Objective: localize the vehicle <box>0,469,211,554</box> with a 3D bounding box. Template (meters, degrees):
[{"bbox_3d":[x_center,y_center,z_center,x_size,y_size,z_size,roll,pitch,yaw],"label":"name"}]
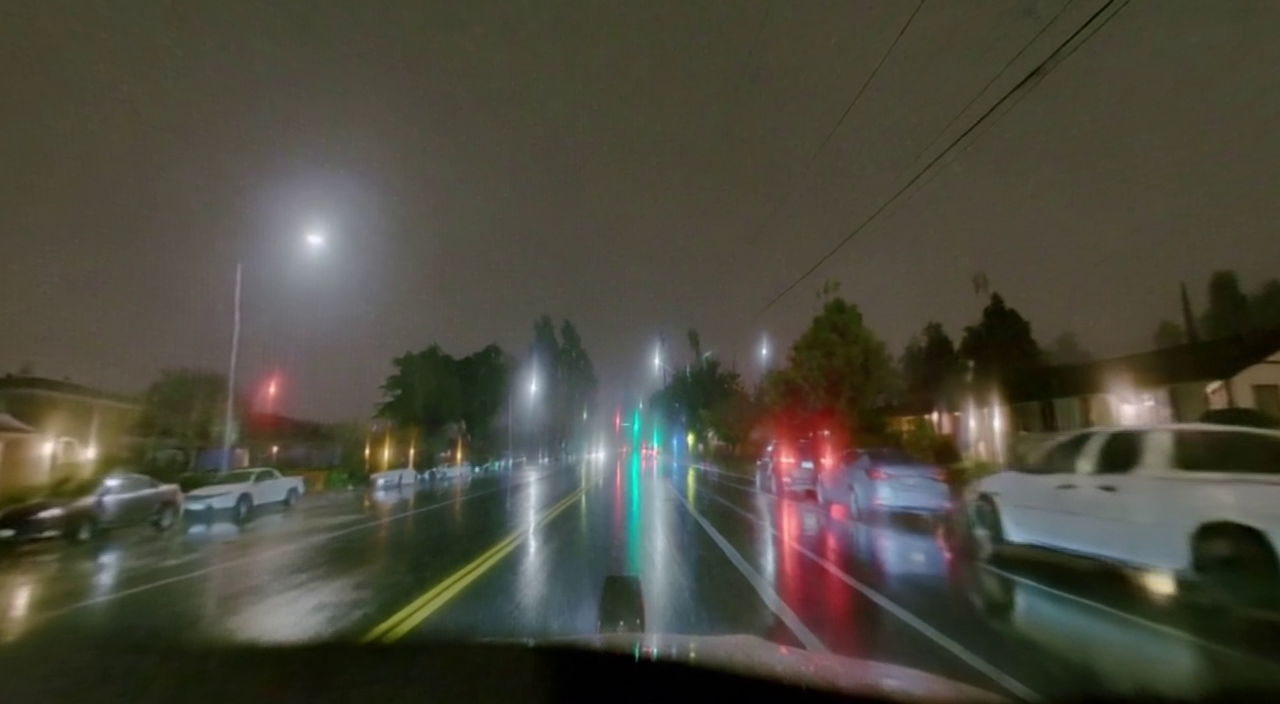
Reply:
[{"bbox_3d":[-12.615,3.553,14.672,1.969,1.490,4.675,0,-9,1],"label":"vehicle"}]

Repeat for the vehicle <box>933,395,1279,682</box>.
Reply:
[{"bbox_3d":[5.038,1.413,5.721,2.217,1.775,4.960,0,-8,-2],"label":"vehicle"}]

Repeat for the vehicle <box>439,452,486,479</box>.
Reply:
[{"bbox_3d":[-12.163,7.794,43.602,1.905,1.503,5.015,-4,-8,-1],"label":"vehicle"}]

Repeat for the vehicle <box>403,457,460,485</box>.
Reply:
[{"bbox_3d":[-12.299,7.034,37.639,1.916,1.463,4.564,0,-9,-1],"label":"vehicle"}]

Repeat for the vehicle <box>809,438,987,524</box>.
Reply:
[{"bbox_3d":[5.096,2.602,13.280,1.839,1.478,4.459,0,-9,0],"label":"vehicle"}]

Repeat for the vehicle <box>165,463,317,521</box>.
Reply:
[{"bbox_3d":[-12.359,4.342,20.029,1.853,1.497,4.527,0,-9,0],"label":"vehicle"}]

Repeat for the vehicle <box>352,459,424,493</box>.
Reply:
[{"bbox_3d":[-12.520,6.146,31.702,1.877,1.505,4.125,0,-9,0],"label":"vehicle"}]

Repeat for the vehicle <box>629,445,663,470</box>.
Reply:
[{"bbox_3d":[0.328,6.614,39.810,2.022,1.471,3.973,0,-9,-1],"label":"vehicle"}]

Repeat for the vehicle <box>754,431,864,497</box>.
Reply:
[{"bbox_3d":[5.130,3.486,20.008,2.078,1.813,4.827,0,-9,-1],"label":"vehicle"}]
